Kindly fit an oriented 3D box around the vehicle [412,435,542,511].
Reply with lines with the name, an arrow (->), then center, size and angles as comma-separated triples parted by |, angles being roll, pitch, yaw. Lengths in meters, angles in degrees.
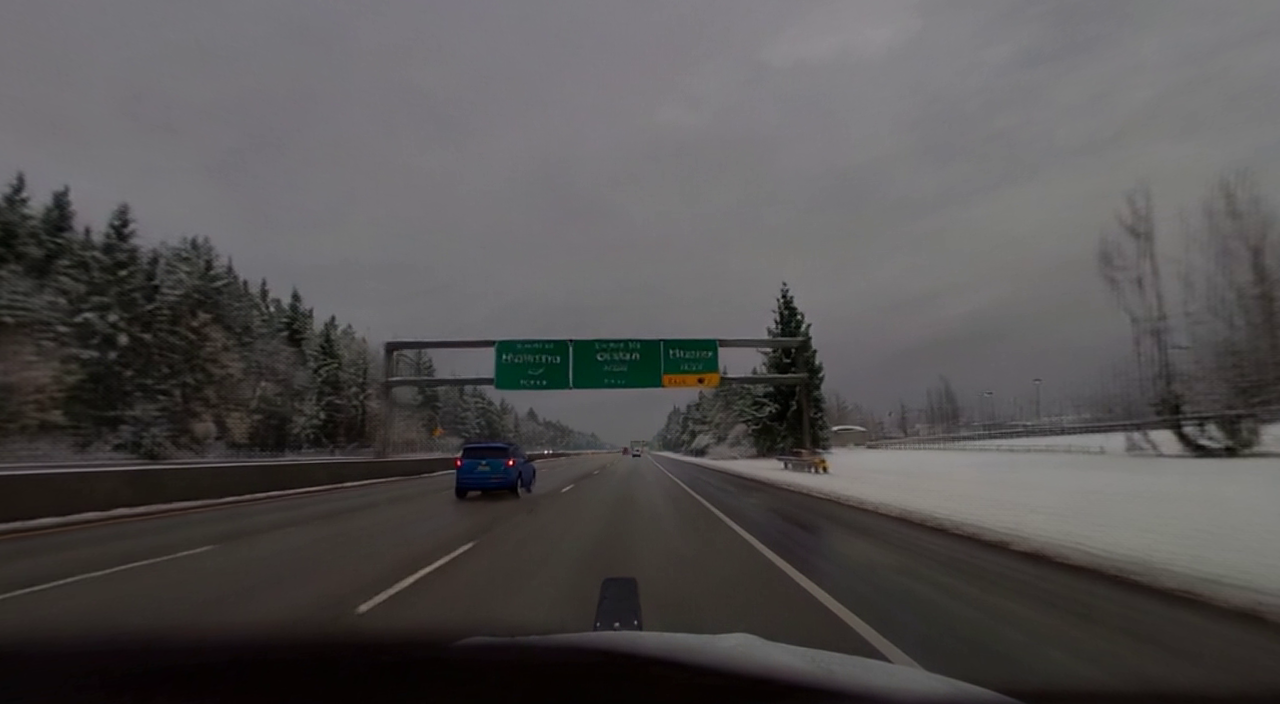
vehicle -> -3.912, 2.979, 15.951 | 2.104, 1.626, 4.283 | -1, -9, 1
